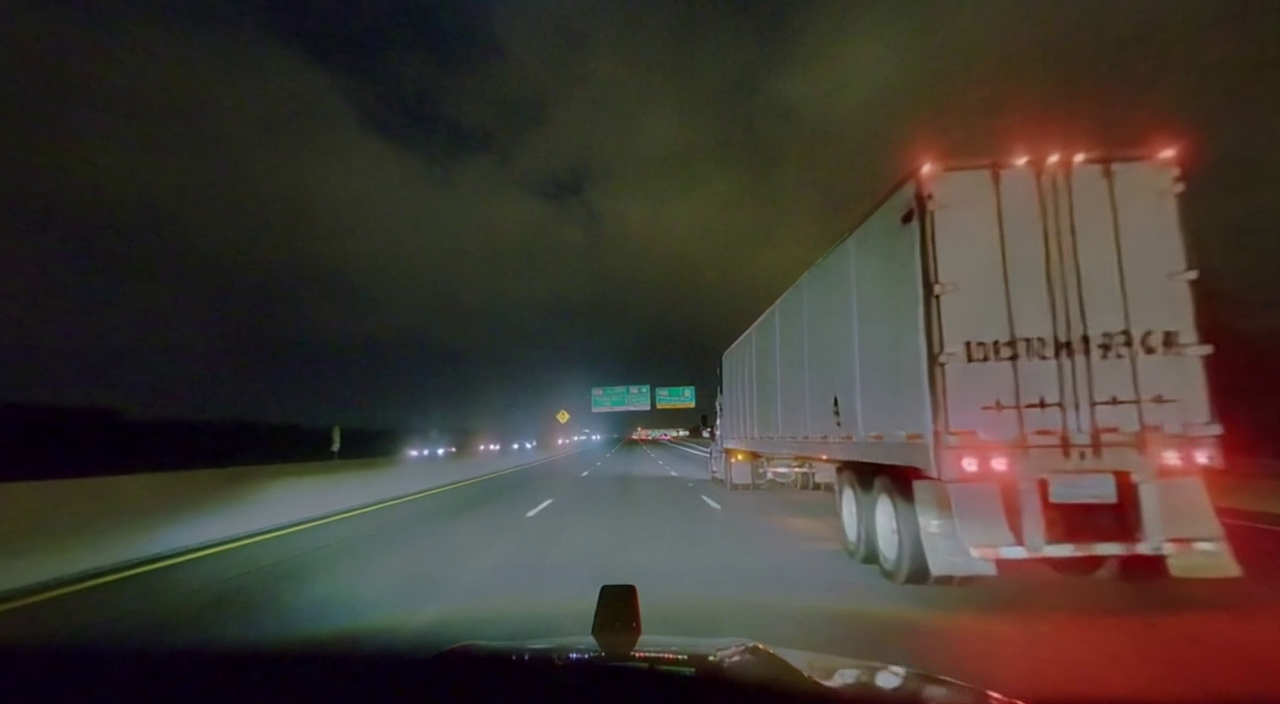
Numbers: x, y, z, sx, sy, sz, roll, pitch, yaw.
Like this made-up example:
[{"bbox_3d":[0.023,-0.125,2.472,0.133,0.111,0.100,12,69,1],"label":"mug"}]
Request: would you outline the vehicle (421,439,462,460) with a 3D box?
[{"bbox_3d":[-15.561,7.657,49.398,1.900,1.538,4.026,0,-8,0],"label":"vehicle"}]
